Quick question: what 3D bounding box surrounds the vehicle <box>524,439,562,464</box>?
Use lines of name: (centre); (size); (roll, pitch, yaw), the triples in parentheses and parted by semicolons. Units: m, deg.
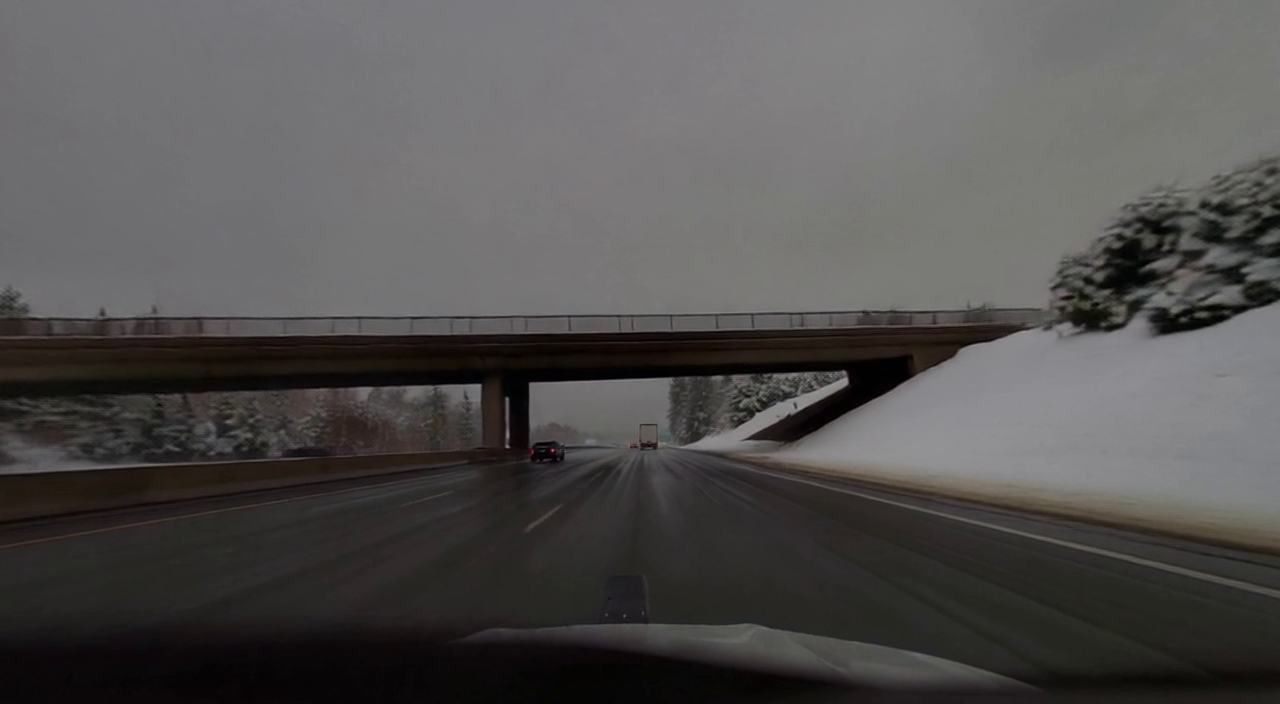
vehicle: (-7.033, 7.212, 45.968); (1.981, 1.685, 4.171); (0, -8, 2)

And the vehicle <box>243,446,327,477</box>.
vehicle: (-20.010, 6.156, 35.812); (1.933, 1.607, 4.790); (0, -8, 1)
